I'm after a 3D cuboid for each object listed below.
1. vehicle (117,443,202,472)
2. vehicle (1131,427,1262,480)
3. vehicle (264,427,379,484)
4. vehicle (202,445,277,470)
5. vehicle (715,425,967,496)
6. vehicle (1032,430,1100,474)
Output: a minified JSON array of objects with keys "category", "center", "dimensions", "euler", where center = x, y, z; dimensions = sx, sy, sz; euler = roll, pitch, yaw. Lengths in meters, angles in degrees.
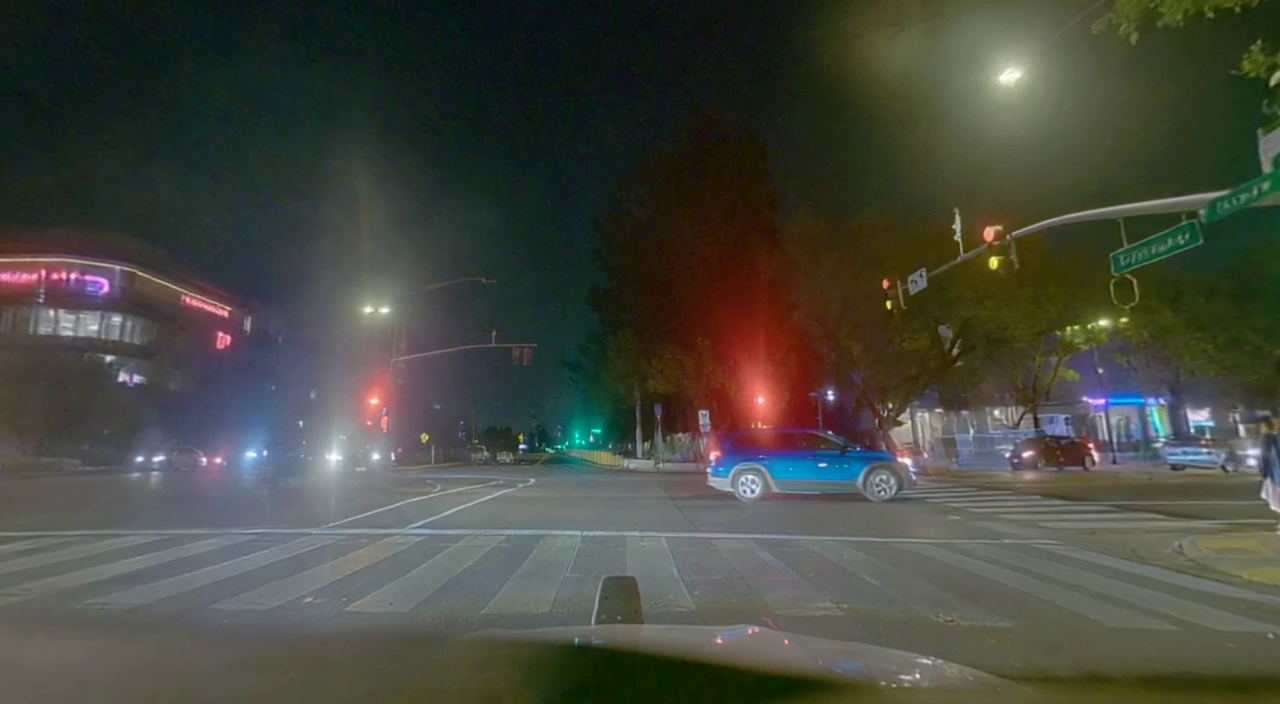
[{"category":"vehicle","center":[-31.024,6.806,40.978],"dimensions":[1.961,1.708,4.678],"euler":[0,-8,-3]},{"category":"vehicle","center":[20.348,3.674,23.075],"dimensions":[4.780,1.719,2.156],"euler":[5,-10,-32]},{"category":"vehicle","center":[-11.393,3.639,22.481],"dimensions":[4.509,1.821,2.066],"euler":[-8,-11,42]},{"category":"vehicle","center":[-23.960,6.305,38.014],"dimensions":[2.099,1.407,3.941],"euler":[0,-8,-4]},{"category":"vehicle","center":[5.264,2.975,17.542],"dimensions":[6.196,1.777,2.457],"euler":[-1,-8,5]},{"category":"vehicle","center":[19.094,4.445,28.232],"dimensions":[2.180,1.762,4.742],"euler":[-6,-10,36]}]
